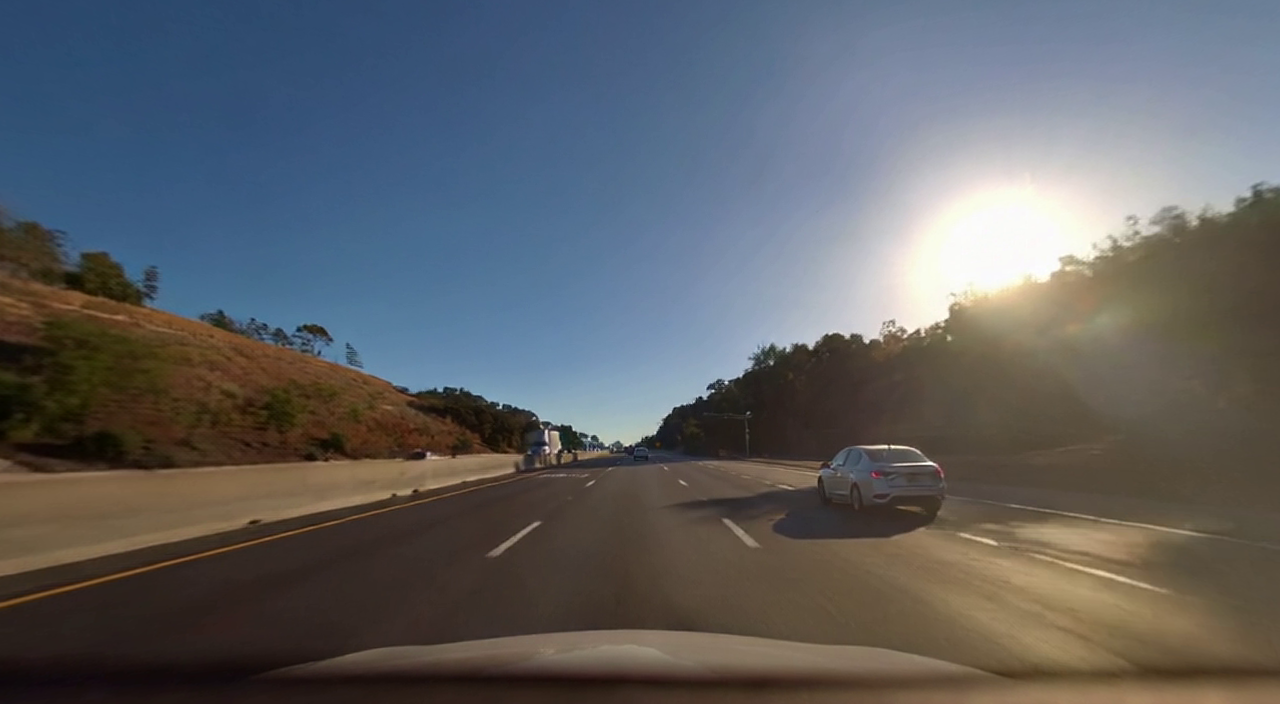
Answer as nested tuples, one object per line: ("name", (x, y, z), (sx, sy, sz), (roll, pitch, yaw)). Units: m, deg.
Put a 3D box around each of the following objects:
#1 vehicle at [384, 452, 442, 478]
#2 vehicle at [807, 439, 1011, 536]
("vehicle", (-14.644, 7.303, 40.880), (1.916, 1.526, 4.581), (0, -9, 1))
("vehicle", (4.792, 2.464, 12.035), (1.976, 1.495, 4.217), (0, -9, -1))
